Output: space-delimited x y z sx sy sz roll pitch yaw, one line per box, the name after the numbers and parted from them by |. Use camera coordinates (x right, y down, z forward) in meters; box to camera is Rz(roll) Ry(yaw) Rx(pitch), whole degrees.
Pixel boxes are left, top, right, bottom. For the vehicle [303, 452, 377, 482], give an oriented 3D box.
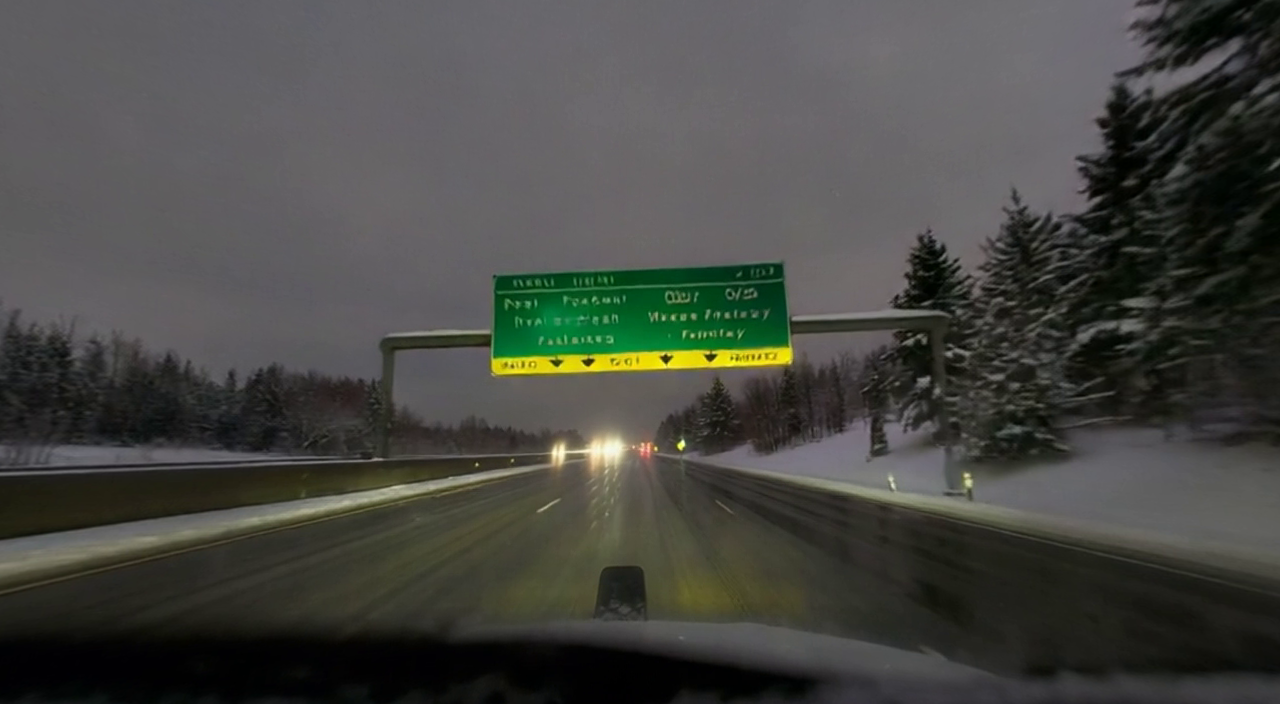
-16.759 6.428 35.471 1.889 1.542 4.553 0 -9 0 | vehicle
